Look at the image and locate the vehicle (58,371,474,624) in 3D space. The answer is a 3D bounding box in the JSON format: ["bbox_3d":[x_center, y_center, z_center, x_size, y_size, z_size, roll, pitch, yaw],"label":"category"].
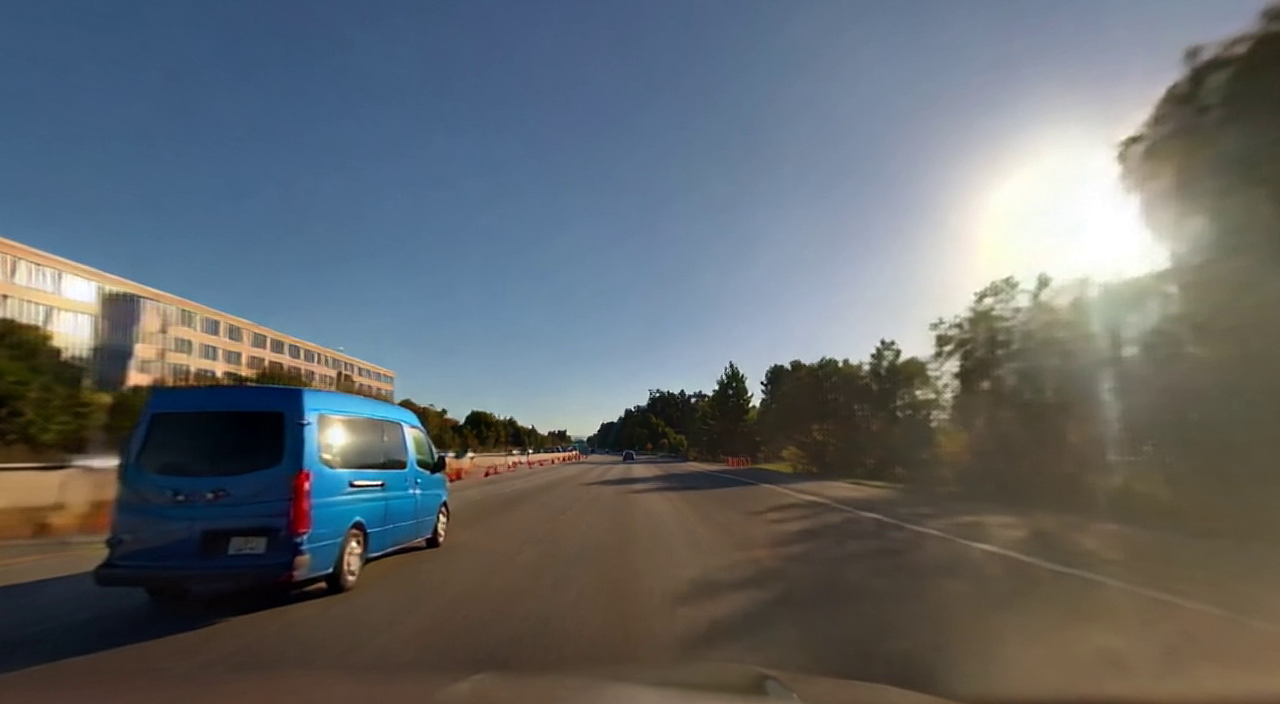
[{"bbox_3d":[-3.524,1.478,7.274,2.046,1.982,4.465,0,-9,-1],"label":"vehicle"}]

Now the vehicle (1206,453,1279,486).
[{"bbox_3d":[30.028,5.681,30.349,3.860,1.433,1.875,3,-10,-2],"label":"vehicle"}]
